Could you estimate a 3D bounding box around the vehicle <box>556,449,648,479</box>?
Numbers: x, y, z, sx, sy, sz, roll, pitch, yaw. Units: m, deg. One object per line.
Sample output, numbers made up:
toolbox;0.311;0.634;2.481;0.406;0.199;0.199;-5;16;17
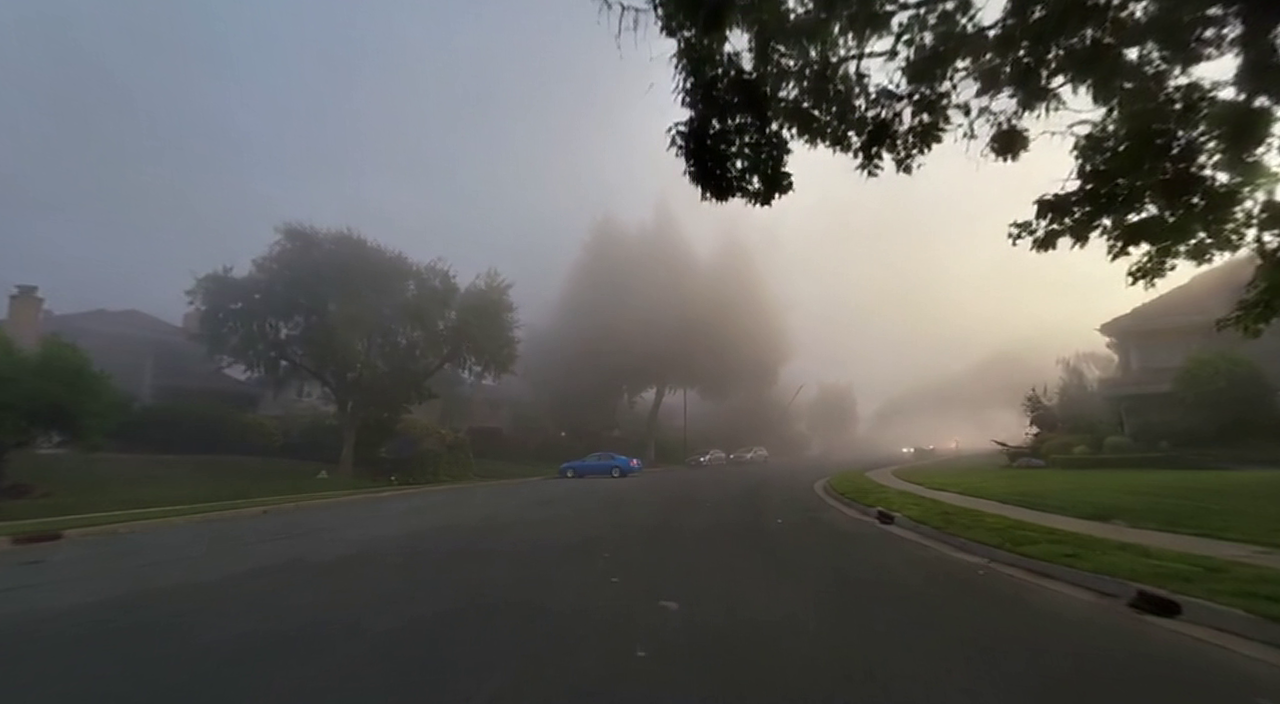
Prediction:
vehicle;-2.041;6.040;34.259;4.653;1.480;1.871;-3;-9;17
